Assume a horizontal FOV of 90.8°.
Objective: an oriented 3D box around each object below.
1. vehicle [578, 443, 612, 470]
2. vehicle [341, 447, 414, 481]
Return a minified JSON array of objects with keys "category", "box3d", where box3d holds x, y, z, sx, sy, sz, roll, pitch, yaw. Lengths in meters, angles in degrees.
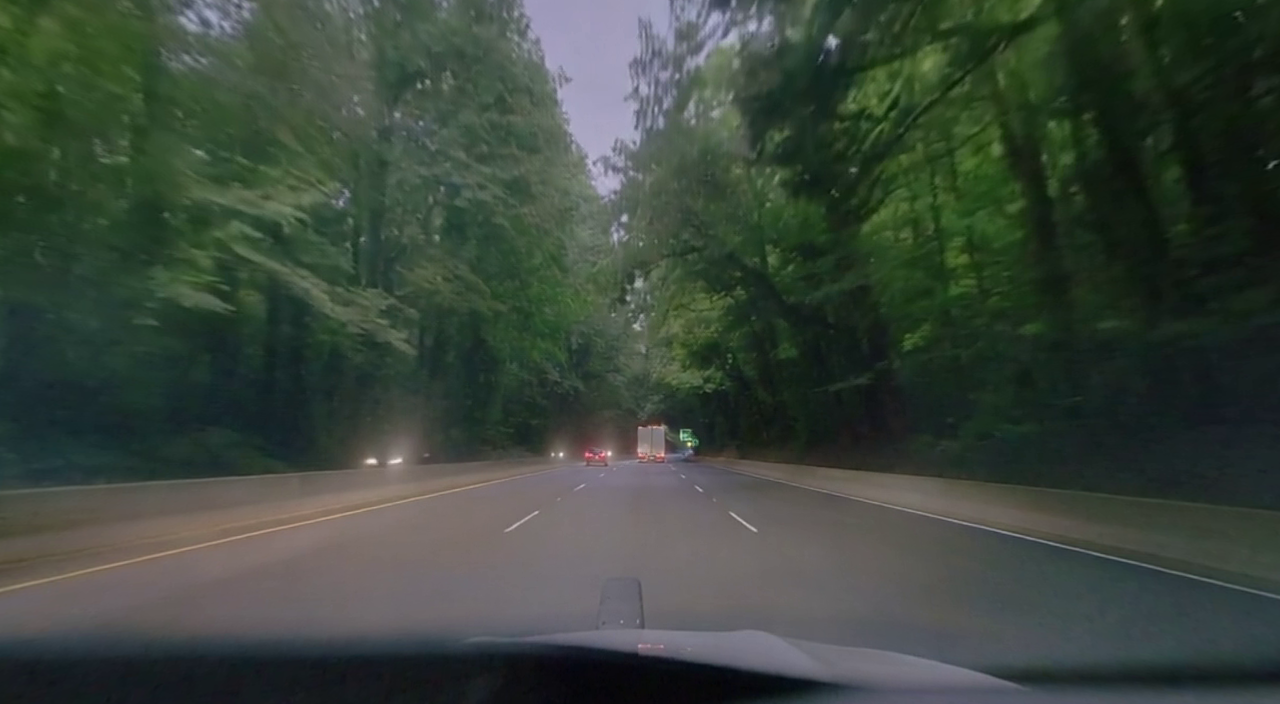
[{"category":"vehicle","box3d":[-3.351,7.921,47.933,2.173,1.924,5.030,0,-9,1]},{"category":"vehicle","box3d":[-13.131,5.604,31.833,1.845,1.583,4.154,0,-9,1]}]
